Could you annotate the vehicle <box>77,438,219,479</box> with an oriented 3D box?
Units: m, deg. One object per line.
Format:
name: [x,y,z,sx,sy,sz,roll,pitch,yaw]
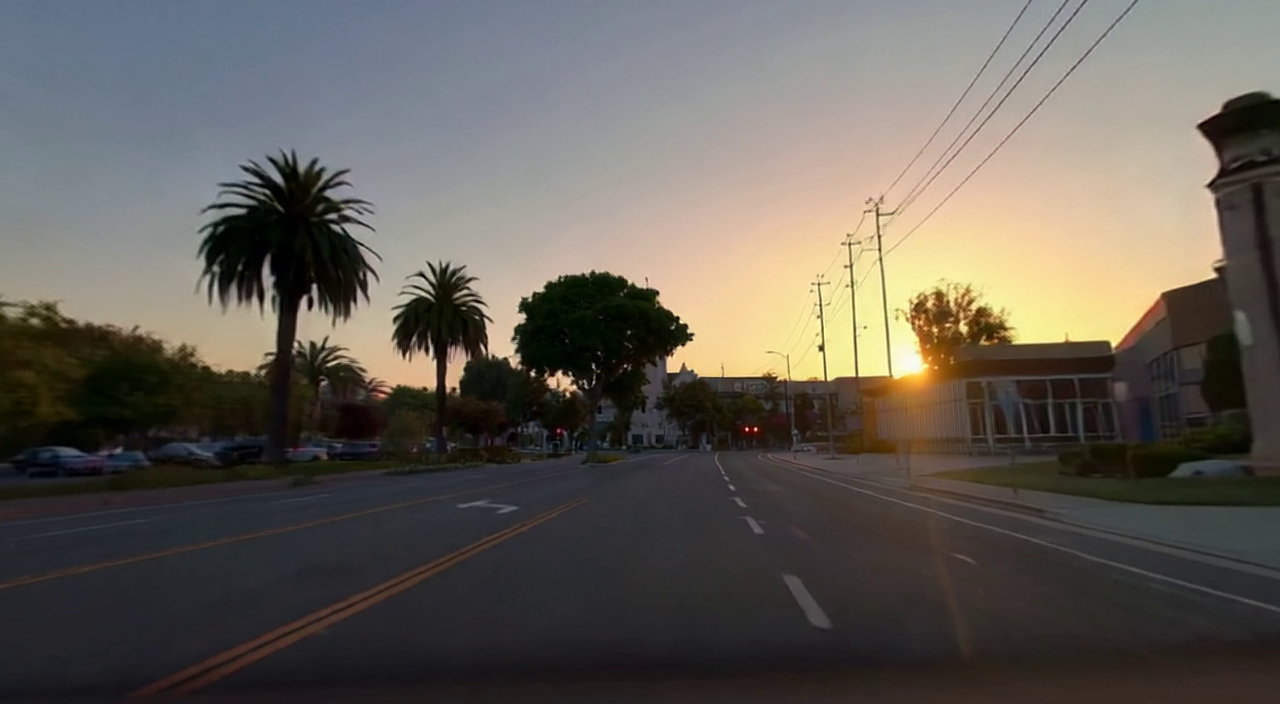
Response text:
vehicle: [-23.087,4.983,29.565,5.084,1.664,2.006,-2,-7,2]
